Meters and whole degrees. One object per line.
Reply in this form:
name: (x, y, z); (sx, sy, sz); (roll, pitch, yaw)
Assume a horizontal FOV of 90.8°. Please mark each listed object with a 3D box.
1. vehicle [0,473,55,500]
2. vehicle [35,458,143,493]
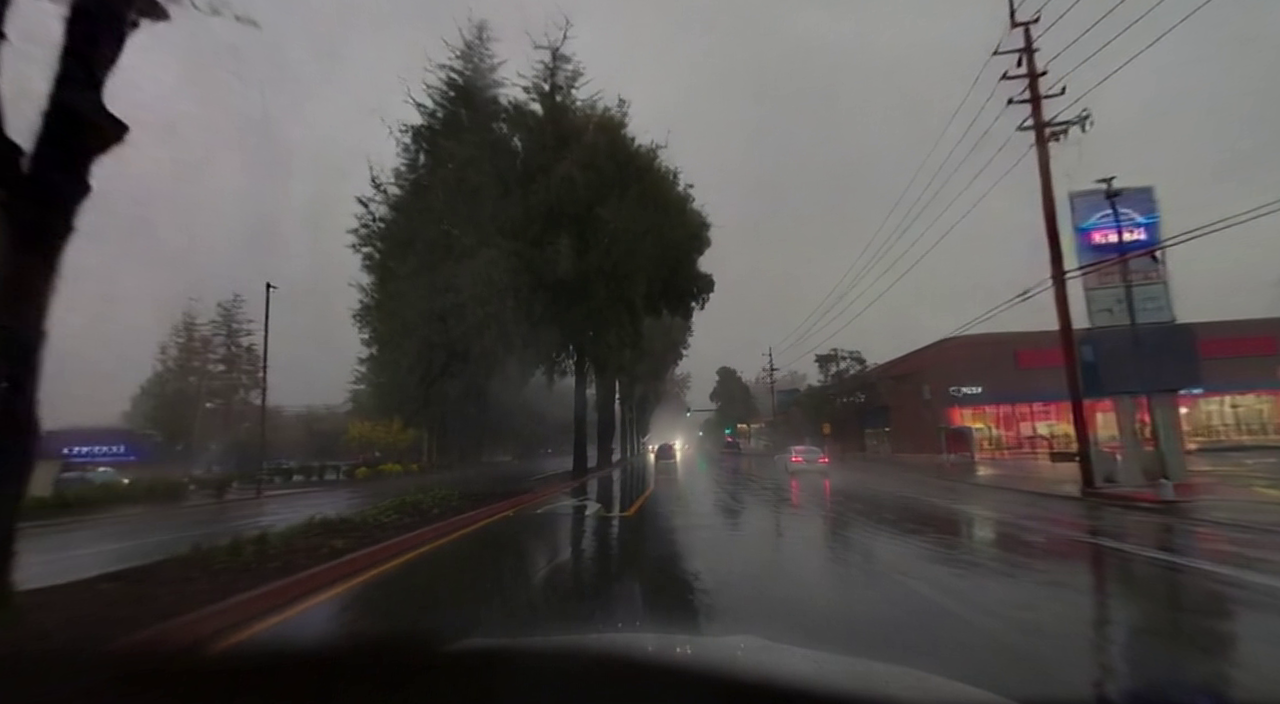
vehicle: (-42.973, 9.061, 42.569); (2.035, 1.594, 4.977); (-1, -8, 5)
vehicle: (-30.847, 6.907, 35.470); (4.137, 1.733, 2.016); (2, -10, 3)
